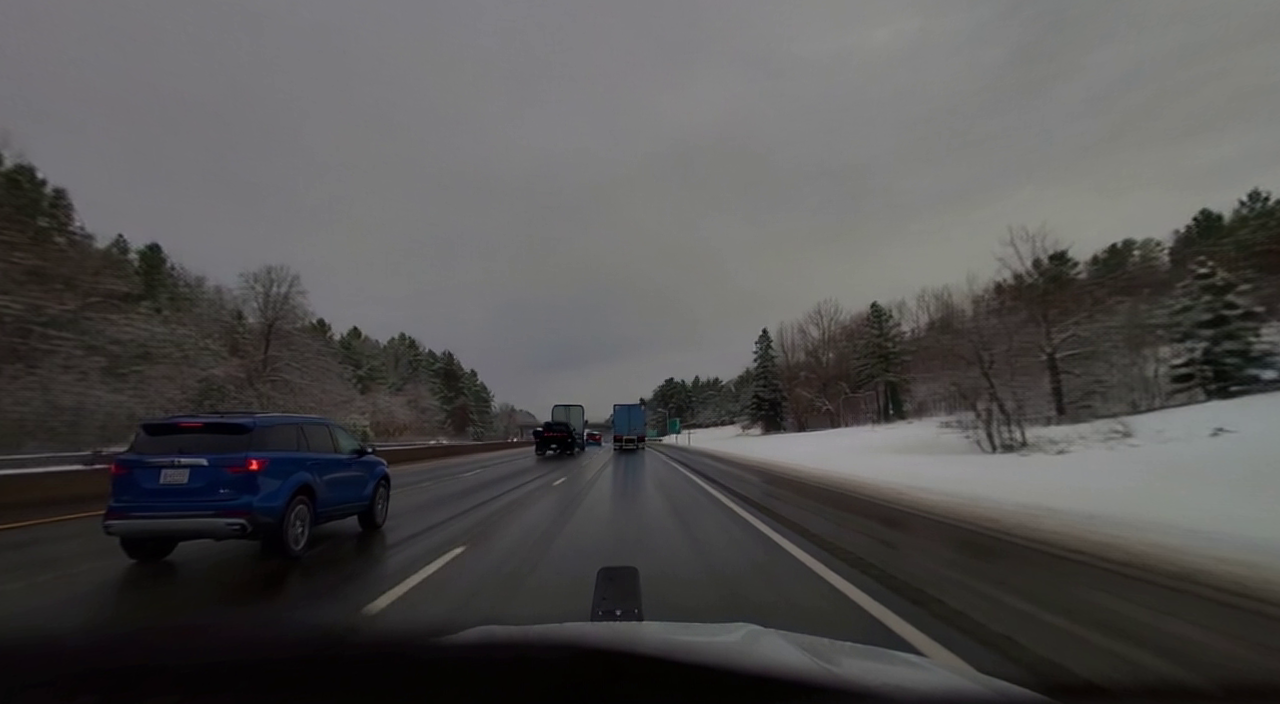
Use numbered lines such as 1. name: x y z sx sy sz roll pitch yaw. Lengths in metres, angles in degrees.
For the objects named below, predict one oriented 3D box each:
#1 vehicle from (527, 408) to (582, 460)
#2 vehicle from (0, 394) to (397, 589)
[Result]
1. vehicle: -4.779 4.717 36.114 2.383 2.726 5.677 0 -8 0
2. vehicle: -4.920 1.508 7.750 2.089 1.669 4.515 0 -8 -1
